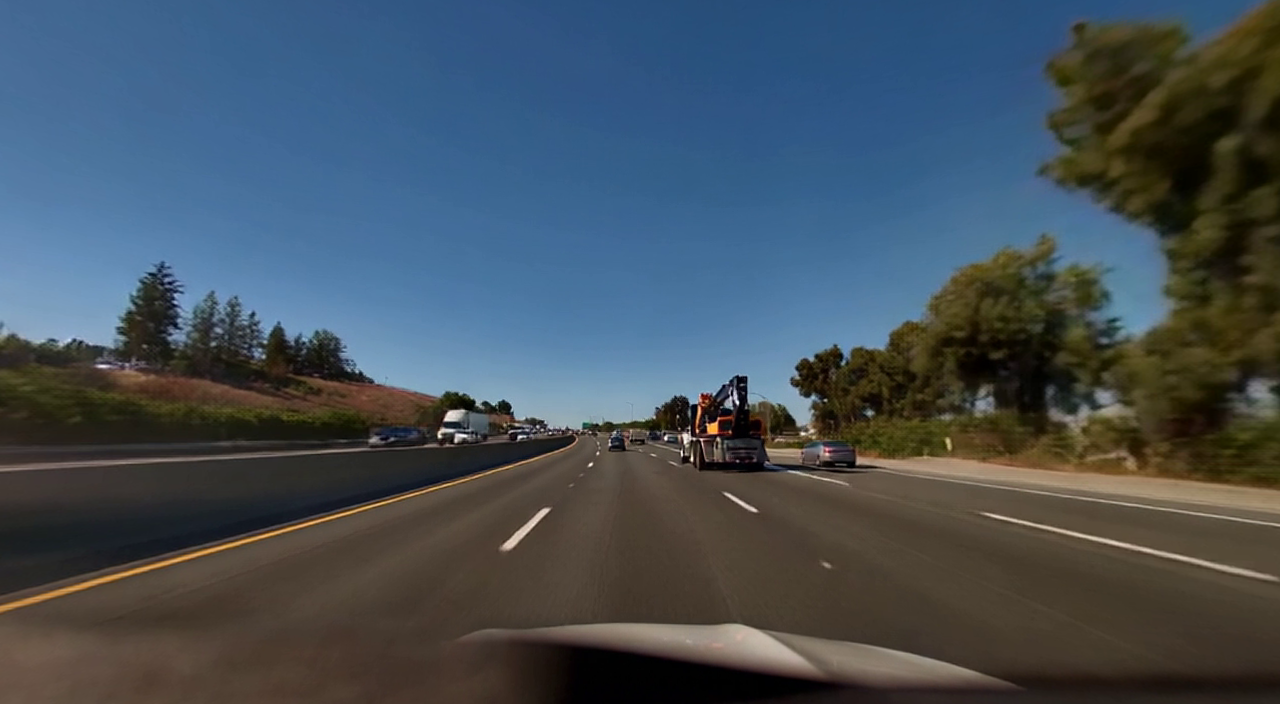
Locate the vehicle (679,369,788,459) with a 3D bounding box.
[{"bbox_3d":[3.598,2.751,26.529,2.833,3.180,8.004,1,-8,-4],"label":"vehicle"}]

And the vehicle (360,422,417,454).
[{"bbox_3d":[-15.999,5.505,40.311,1.972,1.861,4.180,0,-8,-2],"label":"vehicle"}]

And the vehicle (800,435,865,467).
[{"bbox_3d":[9.361,4.842,31.028,1.820,1.469,4.257,0,-8,-1],"label":"vehicle"}]
